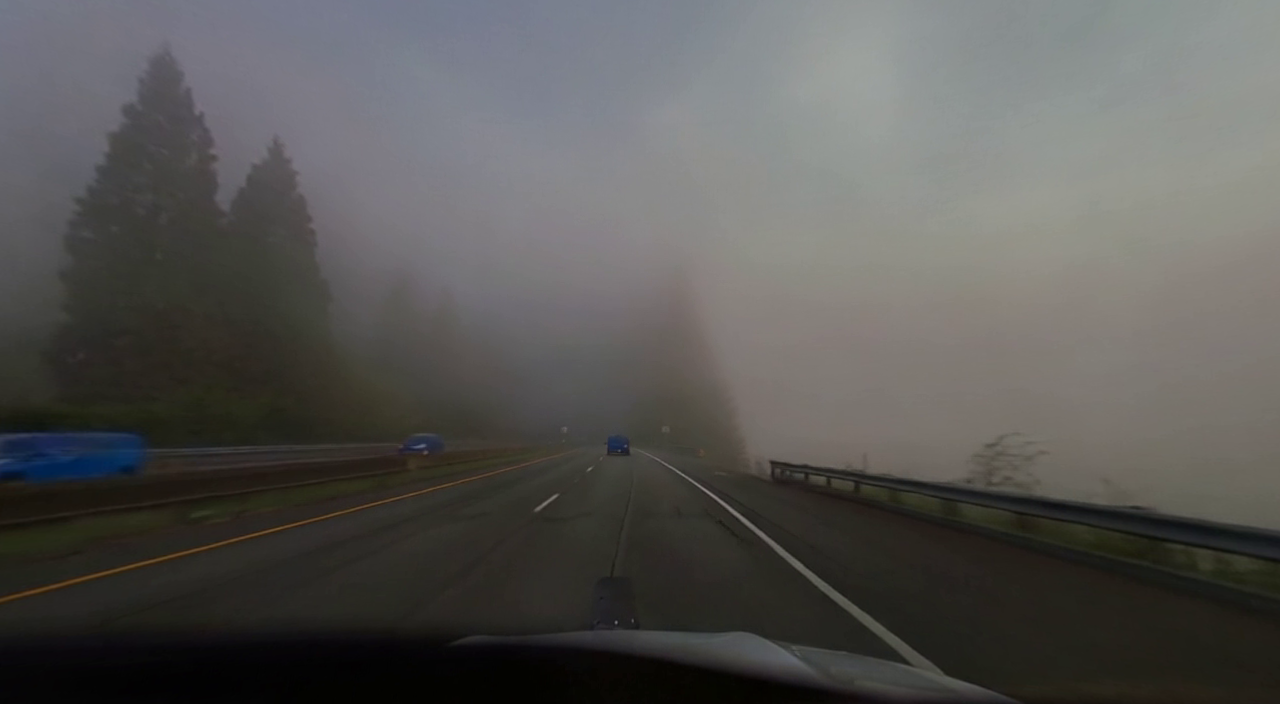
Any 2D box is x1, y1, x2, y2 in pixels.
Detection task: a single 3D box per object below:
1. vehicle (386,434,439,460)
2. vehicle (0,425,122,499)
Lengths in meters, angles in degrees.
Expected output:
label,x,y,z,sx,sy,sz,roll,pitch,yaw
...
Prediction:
label,x,y,z,sx,sy,sz,roll,pitch,yaw
vehicle,-15.436,6.459,42.935,2.041,1.622,4.537,0,-8,-1
vehicle,-15.138,2.592,14.970,1.989,1.617,4.293,0,-8,-1
